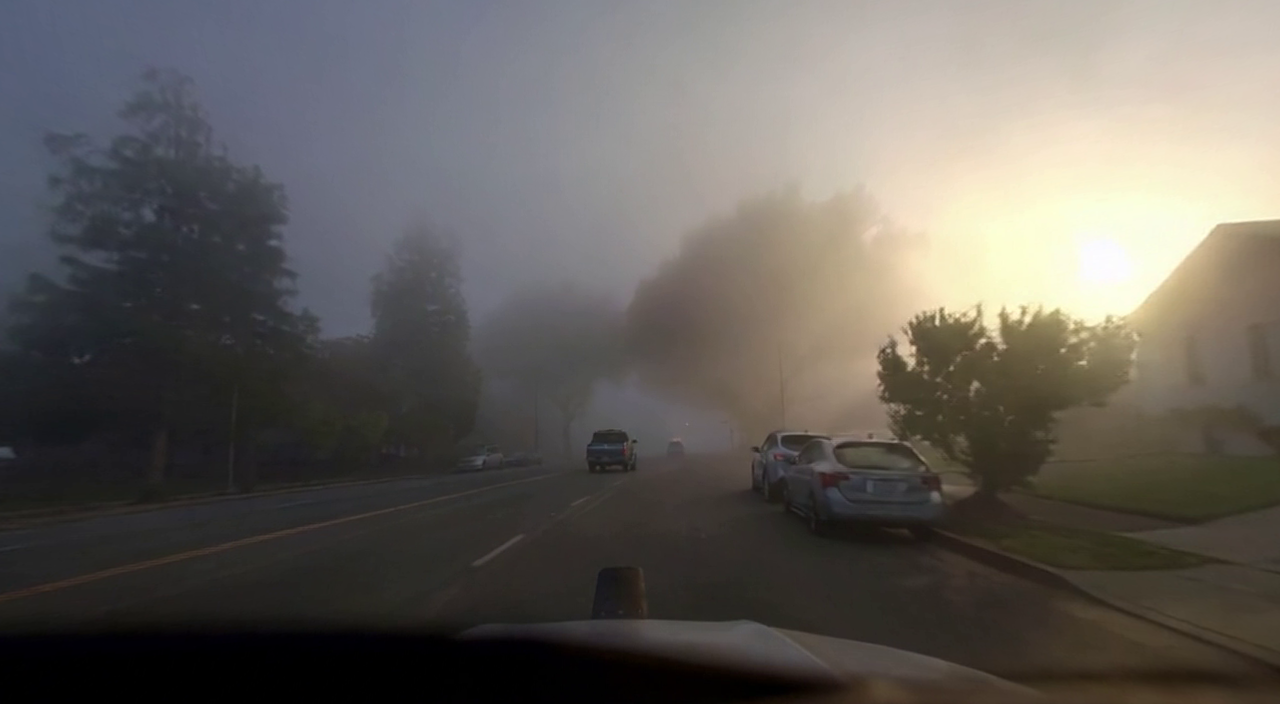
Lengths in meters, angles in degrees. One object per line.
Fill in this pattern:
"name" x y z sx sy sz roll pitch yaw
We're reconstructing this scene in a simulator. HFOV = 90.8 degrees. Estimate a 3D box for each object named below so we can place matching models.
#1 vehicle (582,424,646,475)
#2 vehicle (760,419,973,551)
"vehicle" -1.082 4.463 29.015 2.085 2.084 5.133 -1 -9 7
"vehicle" 3.292 2.027 10.300 2.040 1.643 4.446 -1 -9 3
